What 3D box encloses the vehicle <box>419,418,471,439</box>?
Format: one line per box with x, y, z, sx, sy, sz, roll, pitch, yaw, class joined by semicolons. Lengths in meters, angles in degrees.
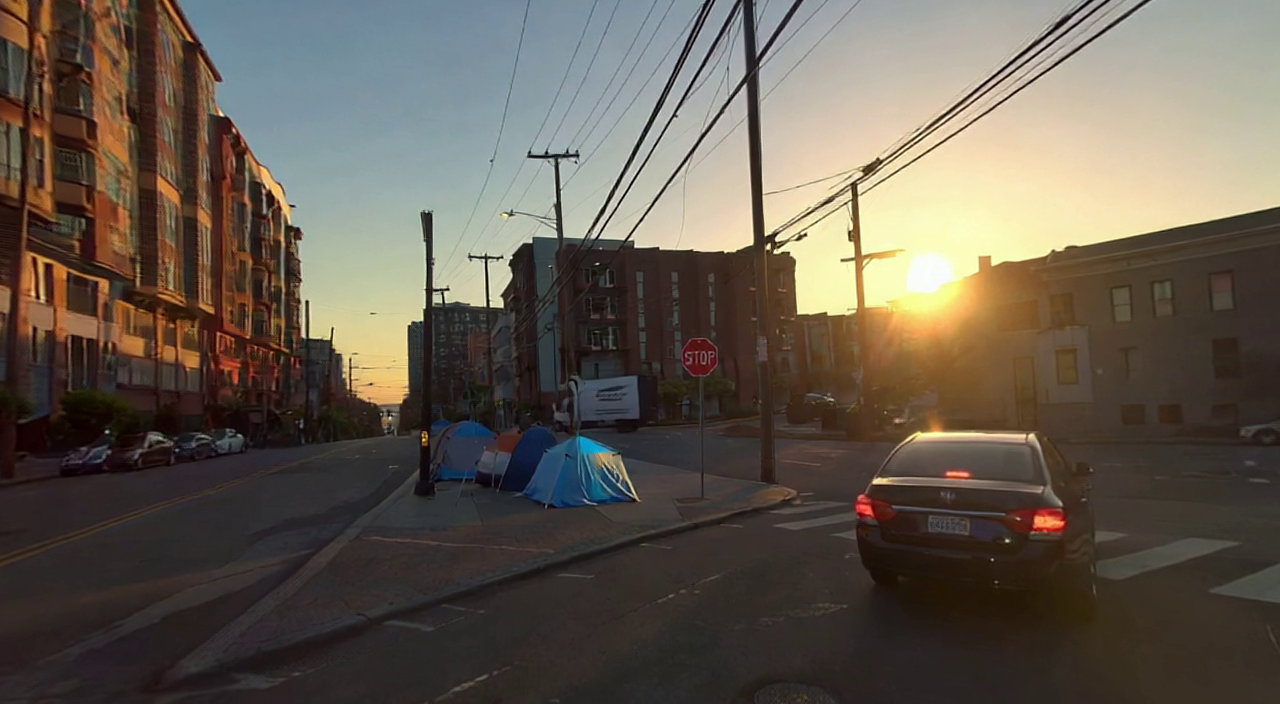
-15.259;5.997;49.269;2.089;1.506;4.641;7;-11;-41;vehicle

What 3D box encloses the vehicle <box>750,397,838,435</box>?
8.225;3.514;34.029;1.805;1.694;4.214;10;-15;-44;vehicle

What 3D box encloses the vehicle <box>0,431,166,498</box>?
-17.194;3.463;19.918;2.054;1.800;5.212;3;-9;-20;vehicle

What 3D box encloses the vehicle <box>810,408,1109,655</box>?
3.406;1.544;6.595;1.945;1.647;4.160;-6;-10;32;vehicle

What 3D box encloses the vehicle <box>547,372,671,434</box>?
-1.876;3.023;35.528;7.172;3.075;2.584;-7;-10;41;vehicle
